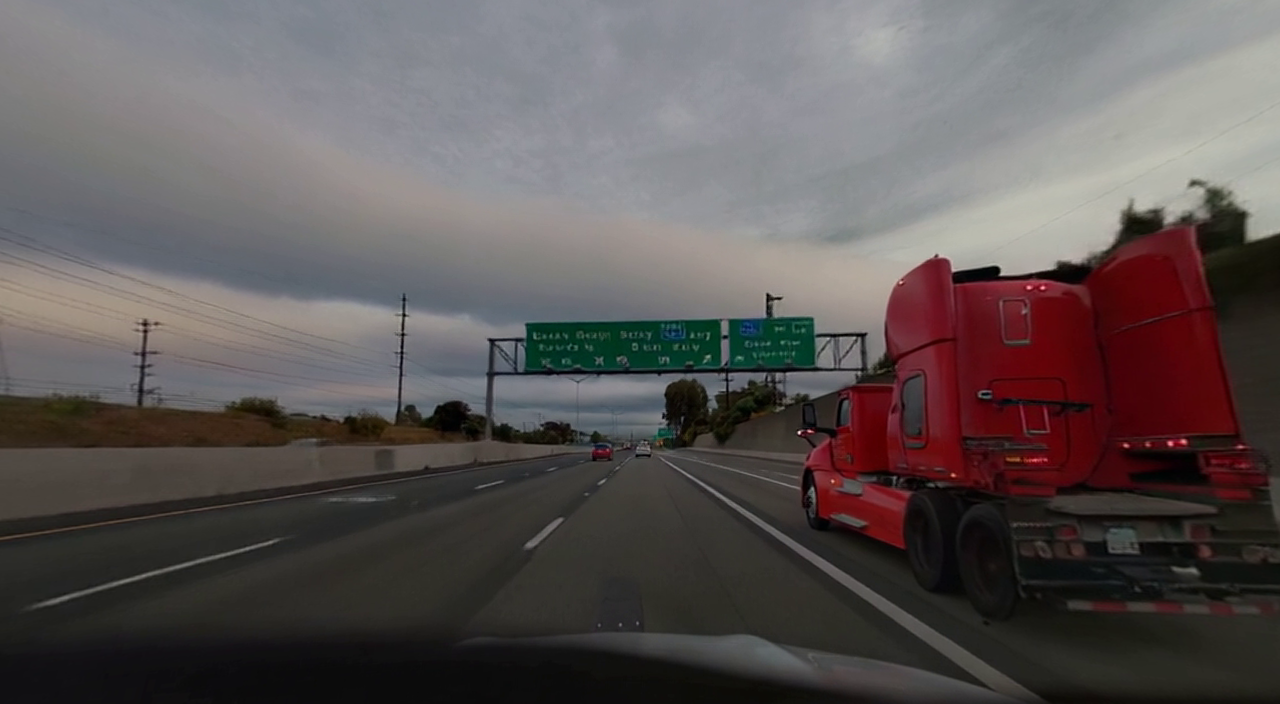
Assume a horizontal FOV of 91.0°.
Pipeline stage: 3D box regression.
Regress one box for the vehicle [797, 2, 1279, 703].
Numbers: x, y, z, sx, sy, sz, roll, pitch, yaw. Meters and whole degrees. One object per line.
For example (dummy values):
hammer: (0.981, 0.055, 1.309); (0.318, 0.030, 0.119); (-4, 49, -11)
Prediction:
vehicle: (4.074, 0.407, 7.104); (3.042, 4.037, 7.253); (0, -9, 3)
